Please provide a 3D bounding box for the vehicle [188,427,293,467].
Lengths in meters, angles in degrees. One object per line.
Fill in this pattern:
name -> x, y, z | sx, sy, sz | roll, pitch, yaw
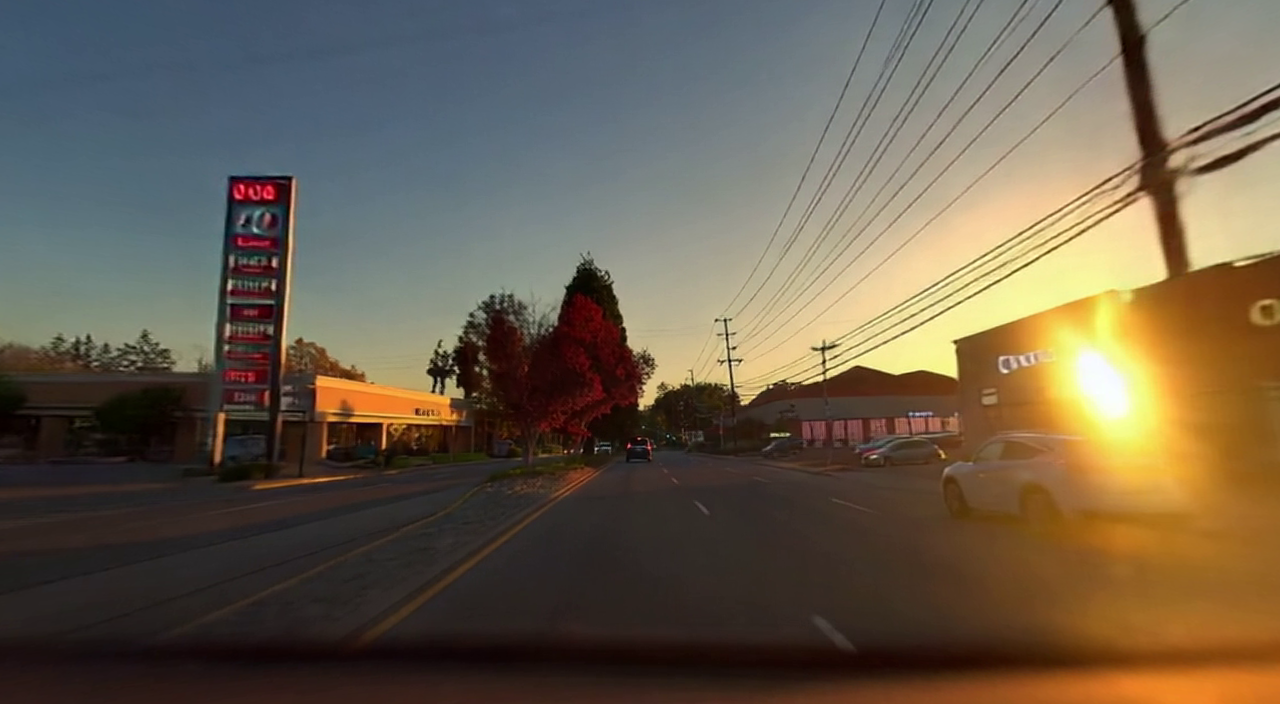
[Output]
vehicle -> -28.798, 6.857, 45.798 | 5.851, 2.505, 2.504 | -2, -8, -8

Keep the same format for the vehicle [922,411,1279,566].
vehicle -> 6.240, 1.850, 9.338 | 1.995, 1.705, 4.434 | 0, -8, -1

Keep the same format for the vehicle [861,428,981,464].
vehicle -> 16.611, 5.569, 37.530 | 5.990, 1.834, 2.262 | -2, -8, -6
